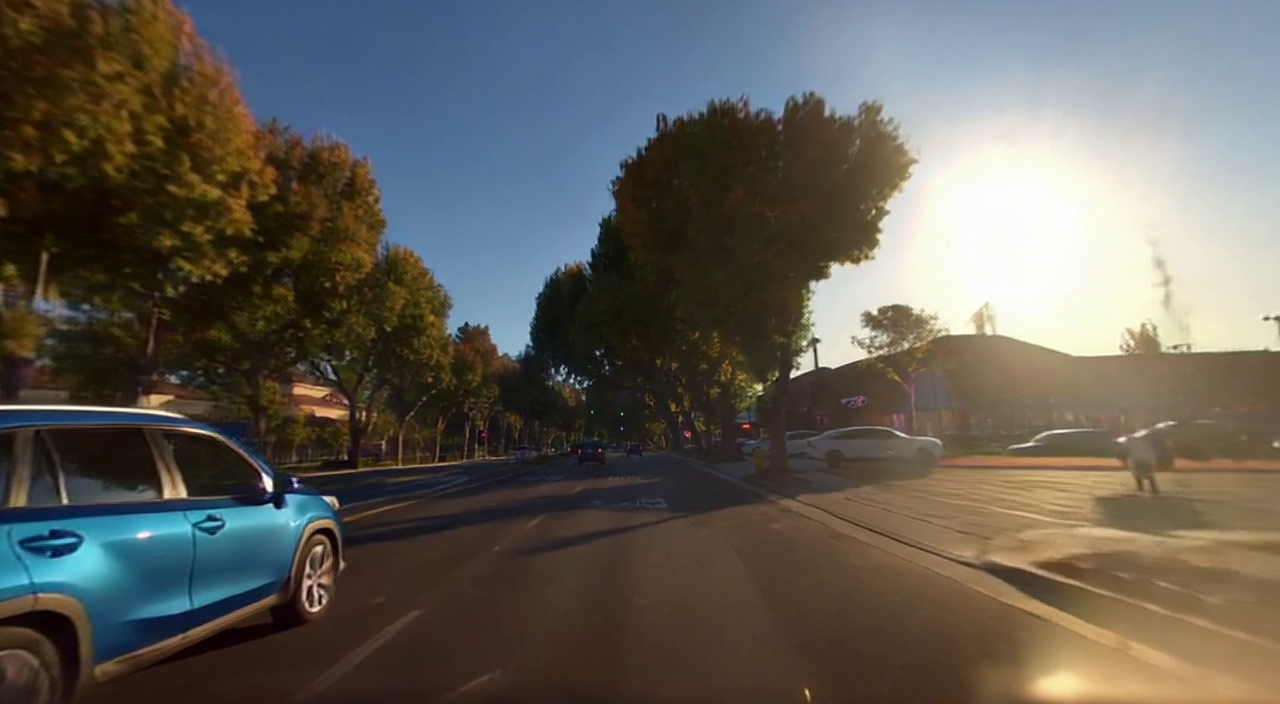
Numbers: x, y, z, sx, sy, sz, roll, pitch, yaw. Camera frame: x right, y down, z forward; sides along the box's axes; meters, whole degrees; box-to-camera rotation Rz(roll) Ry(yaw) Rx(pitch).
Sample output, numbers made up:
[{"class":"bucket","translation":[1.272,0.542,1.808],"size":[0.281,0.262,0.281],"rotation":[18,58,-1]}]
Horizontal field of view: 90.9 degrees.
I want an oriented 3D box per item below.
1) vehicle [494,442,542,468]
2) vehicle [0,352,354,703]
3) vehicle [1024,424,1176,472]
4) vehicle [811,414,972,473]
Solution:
[{"class":"vehicle","translation":[-7.412,6.303,38.806],"size":[1.990,1.483,4.410],"rotation":[0,-8,1]},{"class":"vehicle","translation":[-3.368,0.934,2.914],"size":[2.127,1.654,4.121],"rotation":[0,-8,0]},{"class":"vehicle","translation":[15.721,3.311,21.933],"size":[2.177,1.397,4.511],"rotation":[-3,-8,6]},{"class":"vehicle","translation":[8.790,3.280,22.577],"size":[5.031,1.951,2.184],"rotation":[-2,-9,15]}]
